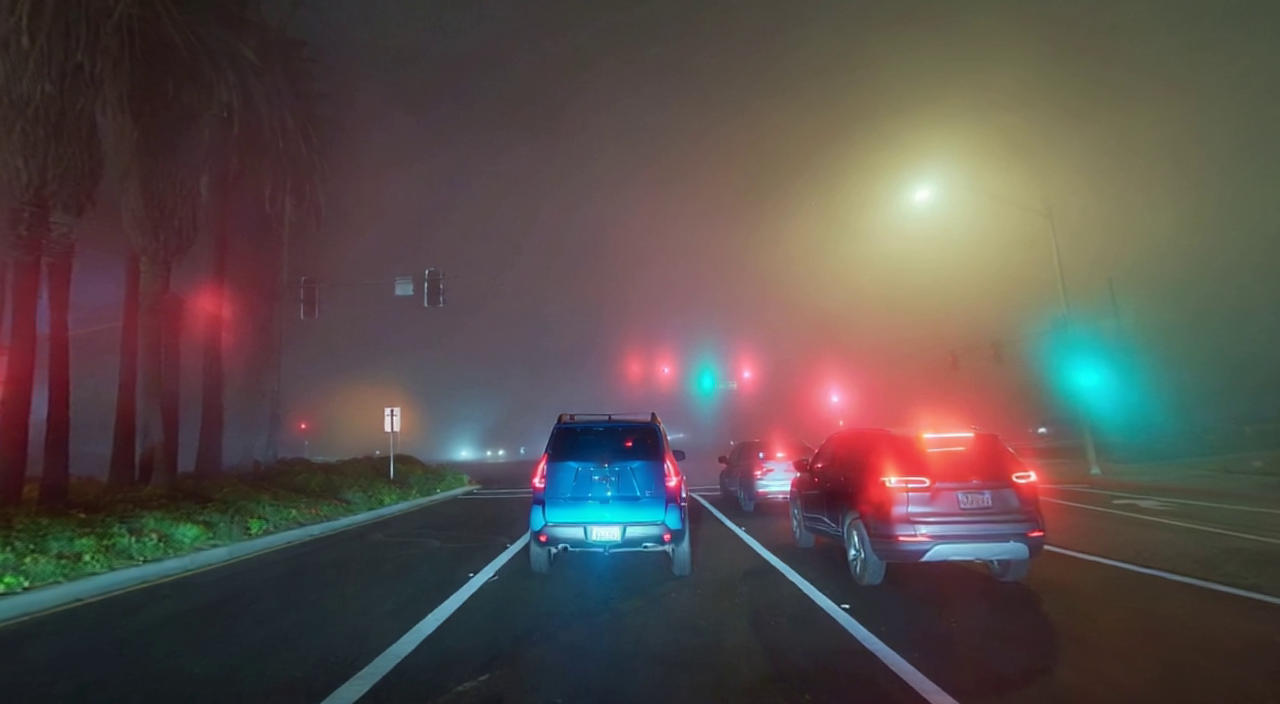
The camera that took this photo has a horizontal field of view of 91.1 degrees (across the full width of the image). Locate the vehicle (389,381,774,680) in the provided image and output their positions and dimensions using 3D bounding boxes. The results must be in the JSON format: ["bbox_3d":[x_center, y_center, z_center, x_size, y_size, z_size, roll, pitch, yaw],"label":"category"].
[{"bbox_3d":[-0.336,1.312,5.675,2.172,1.694,4.055,0,-8,0],"label":"vehicle"}]

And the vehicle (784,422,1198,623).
[{"bbox_3d":[3.122,1.602,6.952,1.971,1.473,4.495,0,-8,0],"label":"vehicle"}]
